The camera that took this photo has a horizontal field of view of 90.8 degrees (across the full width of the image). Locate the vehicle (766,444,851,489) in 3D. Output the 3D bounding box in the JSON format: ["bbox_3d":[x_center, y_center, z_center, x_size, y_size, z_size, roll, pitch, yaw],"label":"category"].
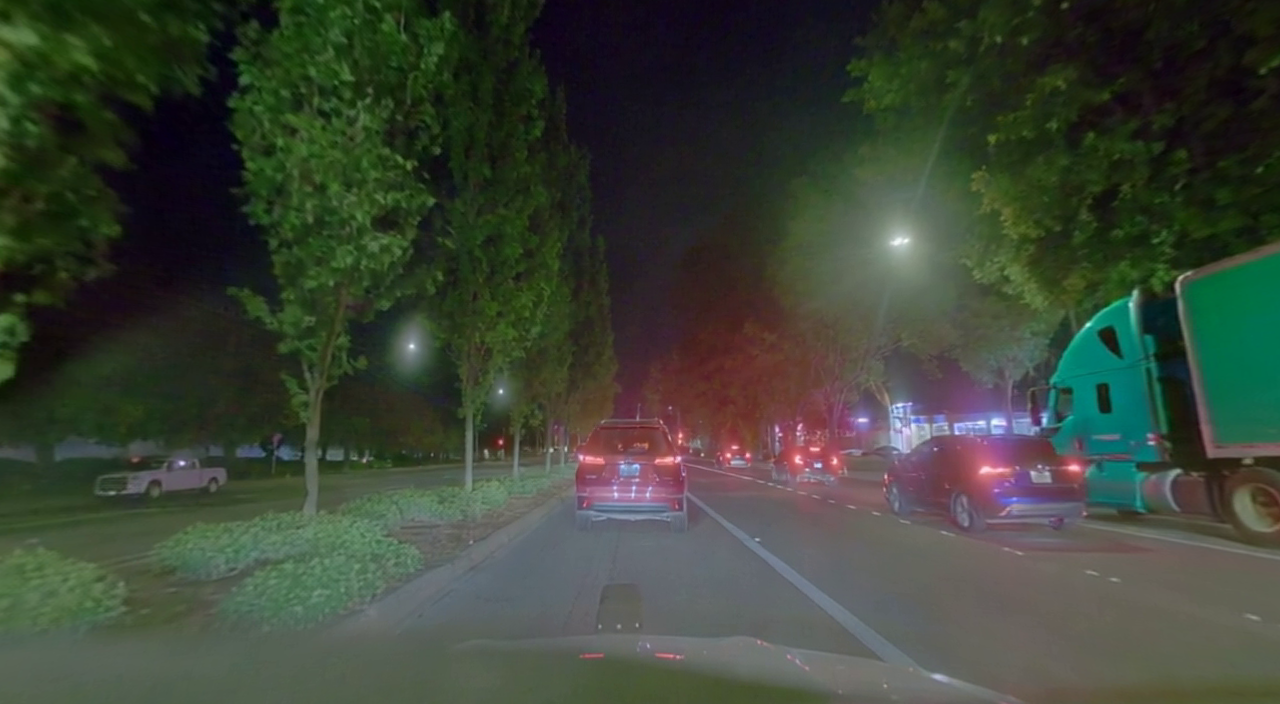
[{"bbox_3d":[6.408,4.389,24.559,2.035,1.553,4.465,0,-9,0],"label":"vehicle"}]

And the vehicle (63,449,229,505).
[{"bbox_3d":[-19.311,4.861,25.156,2.302,1.939,5.221,0,-9,1],"label":"vehicle"}]

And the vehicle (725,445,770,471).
[{"bbox_3d":[6.533,6.474,38.846,1.914,1.523,4.287,0,-9,-1],"label":"vehicle"}]

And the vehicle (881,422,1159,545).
[{"bbox_3d":[6.181,2.177,11.118,2.056,1.703,4.428,0,-9,-1],"label":"vehicle"}]

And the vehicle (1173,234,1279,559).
[{"bbox_3d":[9.968,-0.512,1.220,2.879,4.284,17.334,0,-9,0],"label":"vehicle"}]

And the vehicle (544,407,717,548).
[{"bbox_3d":[-0.153,2.001,10.660,2.320,1.880,4.192,0,-9,-1],"label":"vehicle"}]
